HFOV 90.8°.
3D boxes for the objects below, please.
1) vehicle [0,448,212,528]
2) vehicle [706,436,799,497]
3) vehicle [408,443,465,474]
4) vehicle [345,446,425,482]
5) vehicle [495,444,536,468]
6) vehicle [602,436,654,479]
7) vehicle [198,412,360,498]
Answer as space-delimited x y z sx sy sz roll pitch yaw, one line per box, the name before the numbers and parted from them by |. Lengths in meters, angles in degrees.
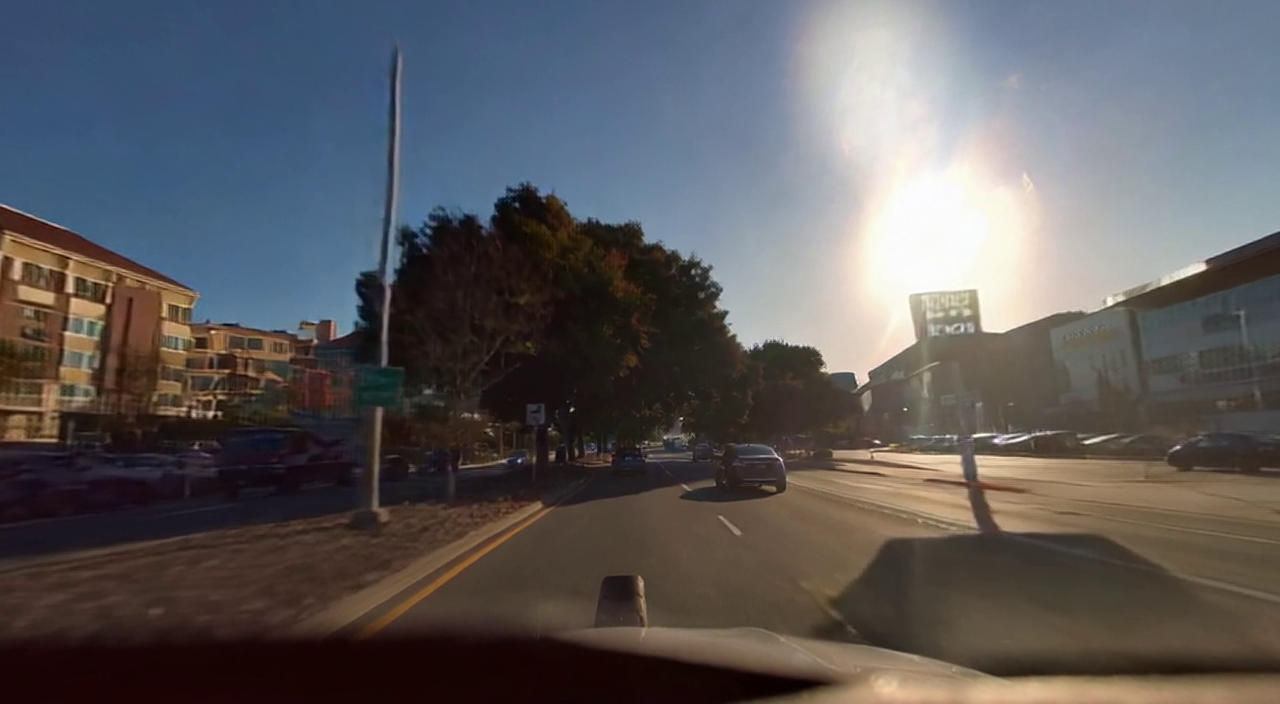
vehicle | -12.235 2.938 14.345 1.923 1.502 4.422 0 -9 0
vehicle | 3.049 3.197 17.961 1.852 1.498 3.825 0 -9 -1
vehicle | -12.443 6.519 38.941 2.002 1.686 4.477 -1 -8 0
vehicle | -12.154 5.315 30.431 2.048 1.470 4.514 -2 -8 -1
vehicle | -8.689 7.258 44.349 1.849 1.506 4.060 -1 -8 3
vehicle | -0.499 4.587 27.700 2.101 1.694 3.979 0 -9 0
vehicle | -12.379 3.549 22.339 2.263 2.542 5.913 -2 -8 0
